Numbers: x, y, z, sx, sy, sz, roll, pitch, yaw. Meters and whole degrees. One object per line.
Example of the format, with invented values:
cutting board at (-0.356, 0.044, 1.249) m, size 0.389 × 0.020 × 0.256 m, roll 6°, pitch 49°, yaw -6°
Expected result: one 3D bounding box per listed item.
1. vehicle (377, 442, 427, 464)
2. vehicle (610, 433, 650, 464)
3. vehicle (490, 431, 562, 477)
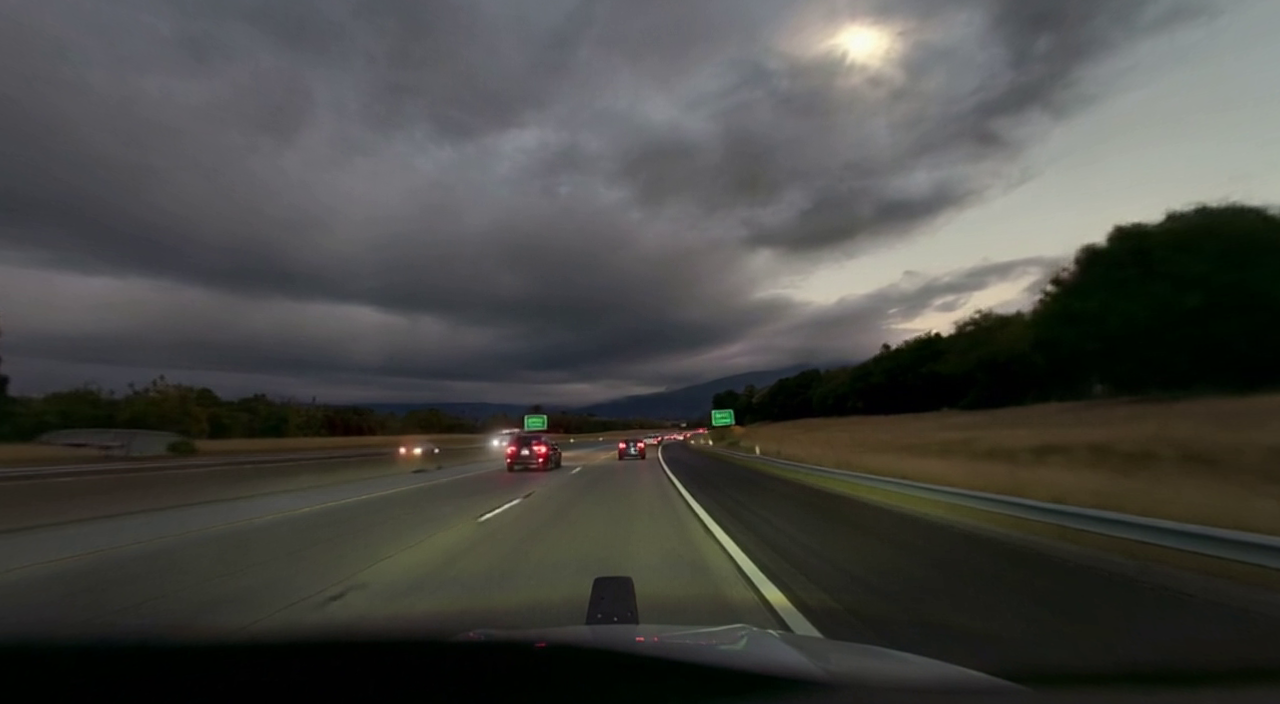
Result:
vehicle at (-16.623, 7.053, 44.130) m, size 1.803 × 1.451 × 4.112 m, roll -1°, pitch -8°, yaw 2°
vehicle at (-0.558, 5.487, 36.058) m, size 2.146 × 1.636 × 4.026 m, roll -1°, pitch -8°, yaw 0°
vehicle at (-4.542, 4.140, 25.784) m, size 2.075 × 1.653 × 4.317 m, roll -1°, pitch -8°, yaw 2°
